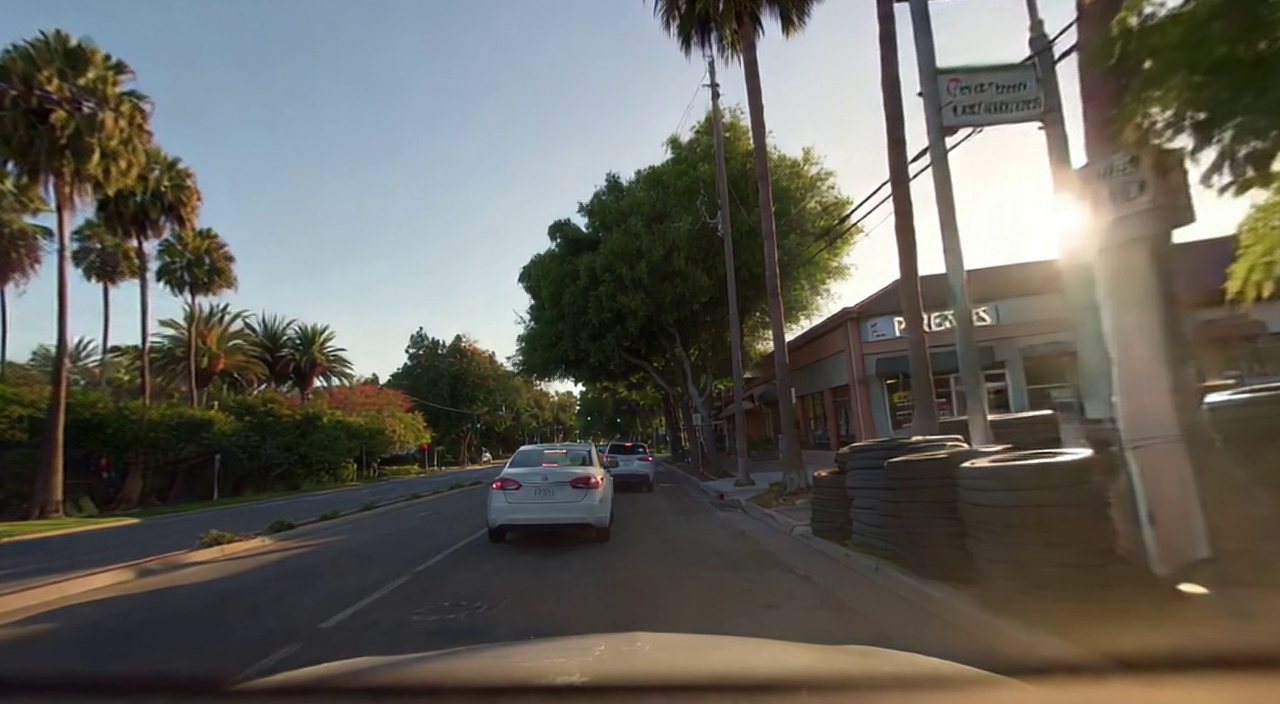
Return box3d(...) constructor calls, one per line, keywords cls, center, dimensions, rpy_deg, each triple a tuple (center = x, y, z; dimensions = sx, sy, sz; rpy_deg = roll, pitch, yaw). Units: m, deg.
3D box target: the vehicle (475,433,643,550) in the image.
box3d(cls="vehicle", center=(-1.098, 2.127, 10.306), dimensions=(2.169, 1.495, 4.048), rpy_deg=(0, -8, -1))
